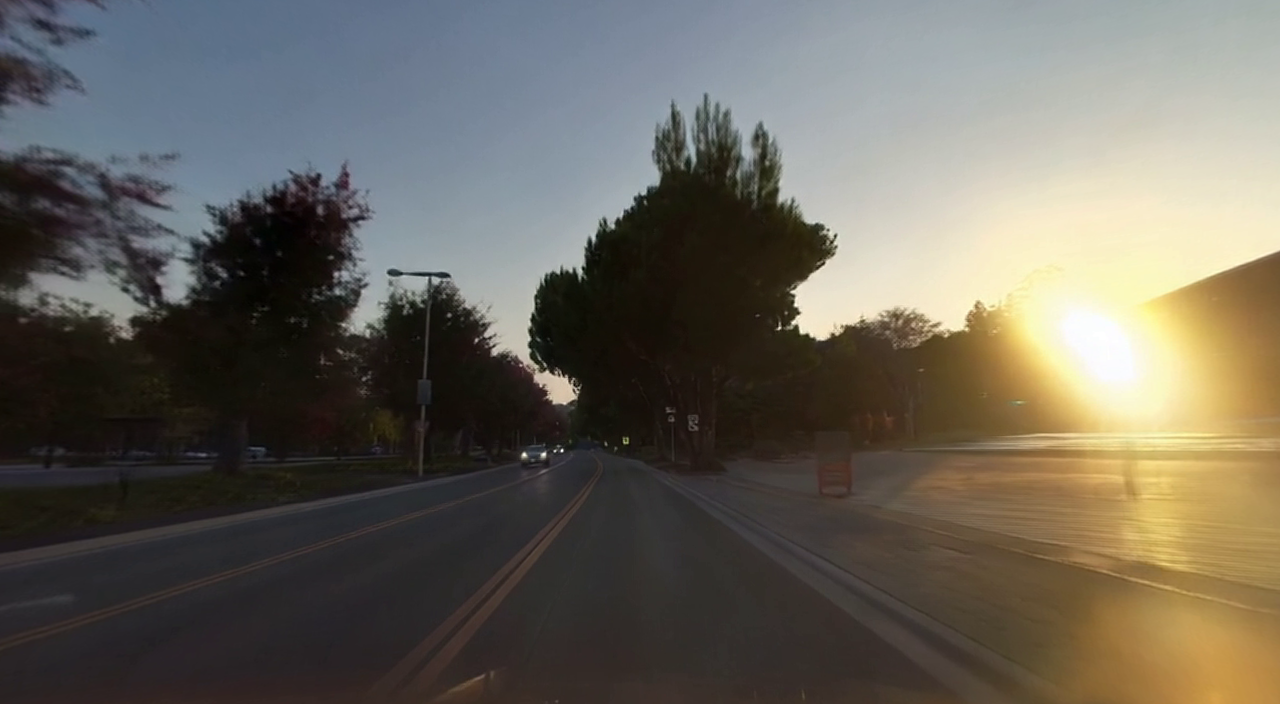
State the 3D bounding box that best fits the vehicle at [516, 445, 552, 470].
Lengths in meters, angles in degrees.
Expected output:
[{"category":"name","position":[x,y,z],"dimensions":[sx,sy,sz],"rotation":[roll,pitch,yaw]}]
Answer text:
[{"category":"vehicle","position":[-7.719,7.722,46.029],"dimensions":[2.017,1.725,4.115],"rotation":[0,-9,-2]}]
